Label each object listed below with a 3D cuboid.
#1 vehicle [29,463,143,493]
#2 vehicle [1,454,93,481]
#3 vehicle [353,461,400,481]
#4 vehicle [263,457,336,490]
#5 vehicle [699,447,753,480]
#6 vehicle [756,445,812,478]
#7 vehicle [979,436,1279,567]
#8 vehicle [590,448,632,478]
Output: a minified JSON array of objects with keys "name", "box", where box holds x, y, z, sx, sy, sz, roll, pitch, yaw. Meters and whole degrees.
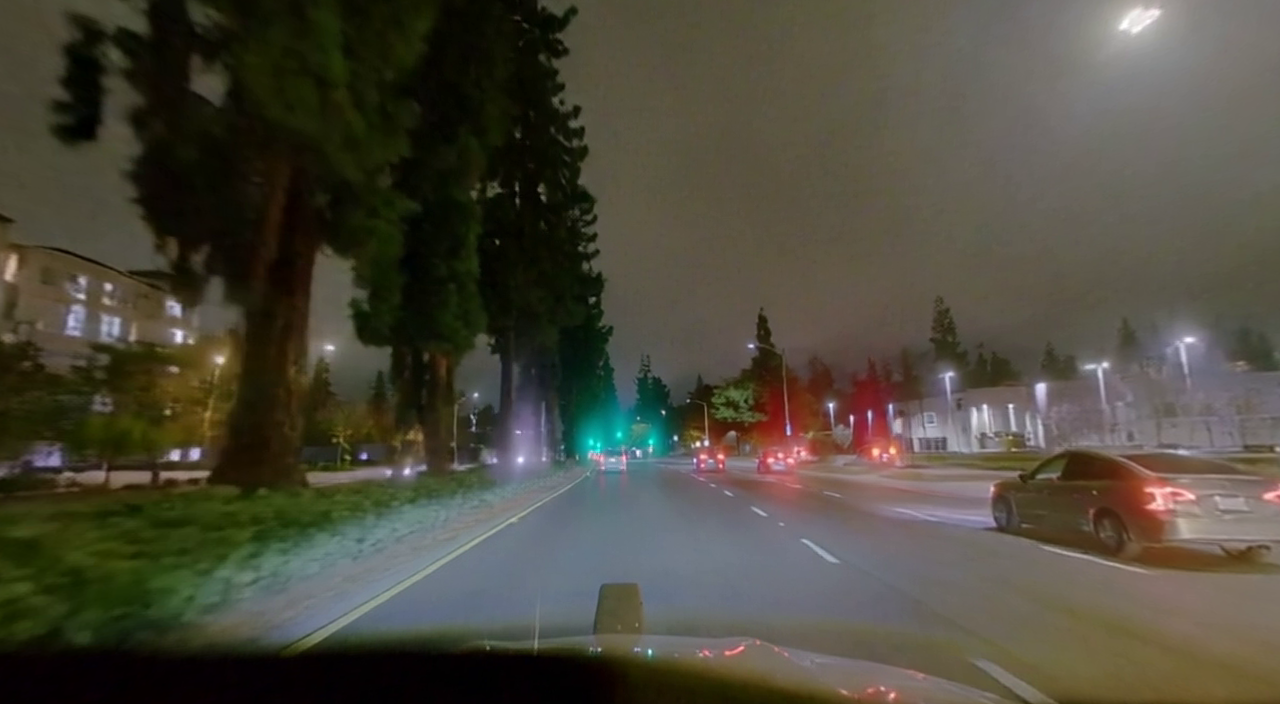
[{"name":"vehicle","box":[-29.375,6.690,33.563,4.320,1.459,1.860,0,-9,3]},{"name":"vehicle","box":[-41.104,7.998,43.848,4.361,1.773,2.028,-1,-9,4]},{"name":"vehicle","box":[-20.294,9.150,48.802,1.769,1.344,3.947,0,-9,2]},{"name":"vehicle","box":[-19.911,7.106,37.227,2.013,1.655,4.604,-2,-8,-4]},{"name":"vehicle","box":[4.097,5.373,30.691,2.020,1.472,3.958,0,-9,-1]},{"name":"vehicle","box":[7.780,5.946,34.560,1.945,1.687,4.292,0,-9,-2]},{"name":"vehicle","box":[7.484,2.102,9.748,1.888,1.508,4.646,0,-9,0]},{"name":"vehicle","box":[-1.529,5.819,33.395,2.077,1.477,3.897,0,-9,-3]}]
